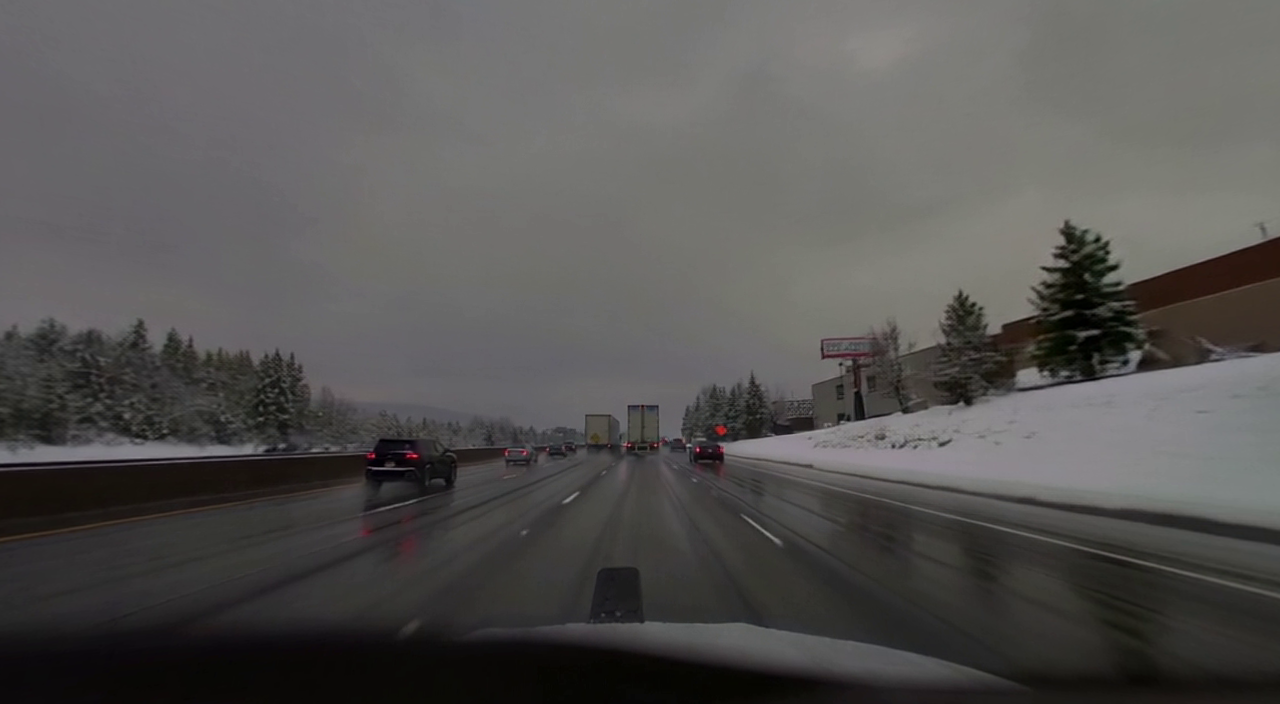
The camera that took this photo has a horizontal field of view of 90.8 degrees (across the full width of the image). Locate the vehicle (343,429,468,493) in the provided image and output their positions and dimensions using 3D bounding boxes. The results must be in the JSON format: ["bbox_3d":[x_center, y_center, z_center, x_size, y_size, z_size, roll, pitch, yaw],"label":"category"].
[{"bbox_3d":[-7.116,3.342,19.728,2.122,1.754,4.379,0,-9,1],"label":"vehicle"}]

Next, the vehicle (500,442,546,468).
[{"bbox_3d":[-7.066,6.284,38.633,1.891,1.460,4.506,0,-9,1],"label":"vehicle"}]

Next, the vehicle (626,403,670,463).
[{"bbox_3d":[0.472,6.371,48.931,2.969,4.104,10.906,0,-9,-1],"label":"vehicle"}]

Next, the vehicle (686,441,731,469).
[{"bbox_3d":[3.770,5.752,35.421,2.006,1.452,4.246,0,-9,0],"label":"vehicle"}]
